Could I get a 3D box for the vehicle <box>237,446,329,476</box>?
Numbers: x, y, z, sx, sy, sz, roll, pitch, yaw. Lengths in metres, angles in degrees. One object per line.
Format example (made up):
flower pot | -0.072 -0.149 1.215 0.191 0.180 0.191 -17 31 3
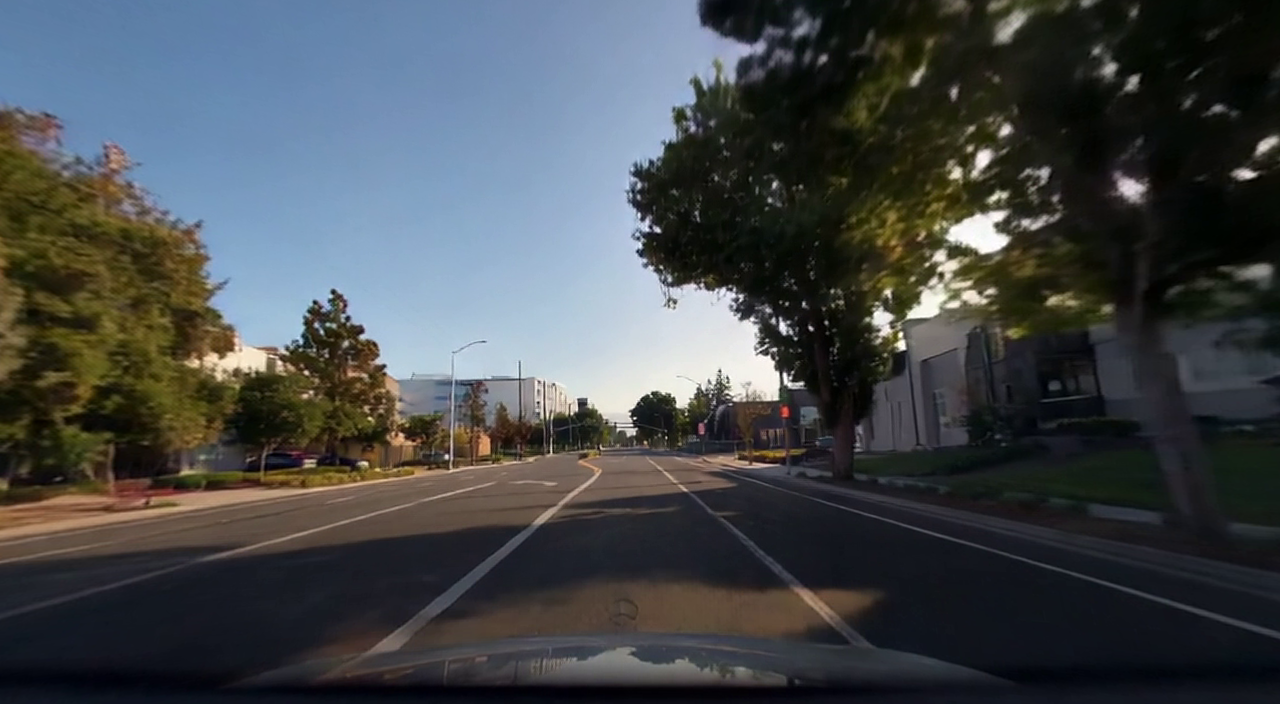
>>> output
vehicle | -23.337 7.133 41.425 4.794 1.869 2.060 -1 -8 3
